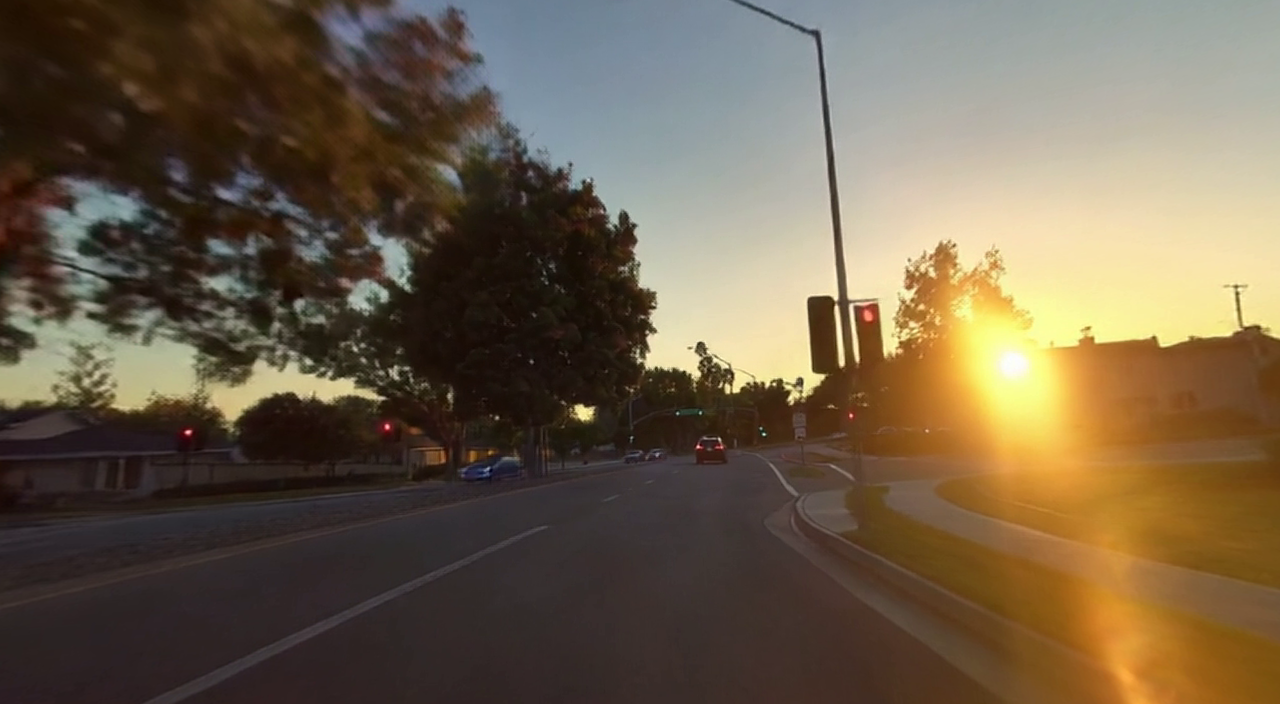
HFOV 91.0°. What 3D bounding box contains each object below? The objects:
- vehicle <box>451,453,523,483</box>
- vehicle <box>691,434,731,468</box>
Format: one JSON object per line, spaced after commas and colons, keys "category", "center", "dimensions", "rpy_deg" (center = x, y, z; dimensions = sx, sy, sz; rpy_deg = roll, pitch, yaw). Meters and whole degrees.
{"category": "vehicle", "center": [-8.331, 6.338, 34.781], "dimensions": [1.916, 1.484, 4.867], "rpy_deg": [-2, -9, 12]}
{"category": "vehicle", "center": [4.392, 5.964, 38.140], "dimensions": [2.059, 1.908, 4.714], "rpy_deg": [-2, -9, 10]}
